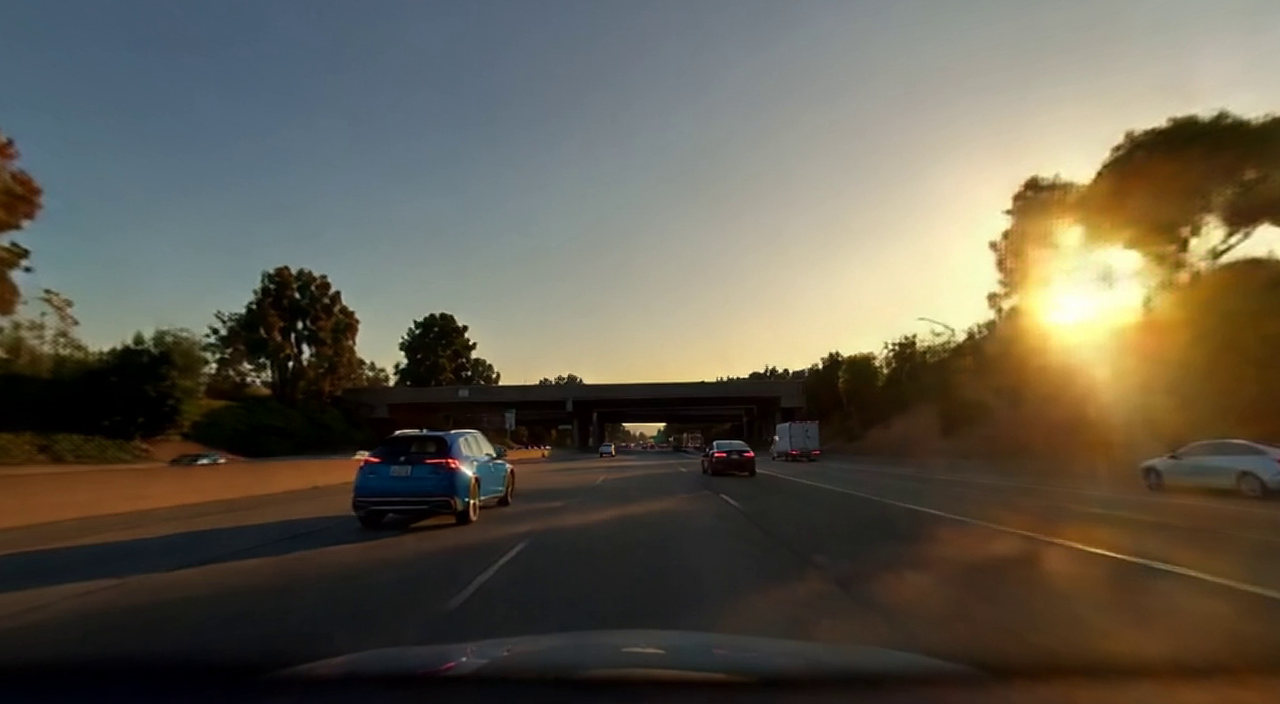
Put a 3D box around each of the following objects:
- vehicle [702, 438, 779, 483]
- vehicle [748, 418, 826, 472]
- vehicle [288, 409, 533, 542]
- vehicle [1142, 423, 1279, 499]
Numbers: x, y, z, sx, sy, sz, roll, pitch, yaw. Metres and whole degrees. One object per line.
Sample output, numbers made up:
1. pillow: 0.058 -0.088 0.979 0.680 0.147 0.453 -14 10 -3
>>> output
1. vehicle: 3.609 4.010 23.587 2.080 1.493 4.674 0 -9 -1
2. vehicle: 7.664 4.922 33.479 2.729 2.628 4.875 0 -9 -2
3. vehicle: -3.535 2.057 11.132 2.218 1.764 5.229 0 -9 2
4. vehicle: 18.040 3.096 18.170 2.221 1.995 5.803 0 -9 -2
